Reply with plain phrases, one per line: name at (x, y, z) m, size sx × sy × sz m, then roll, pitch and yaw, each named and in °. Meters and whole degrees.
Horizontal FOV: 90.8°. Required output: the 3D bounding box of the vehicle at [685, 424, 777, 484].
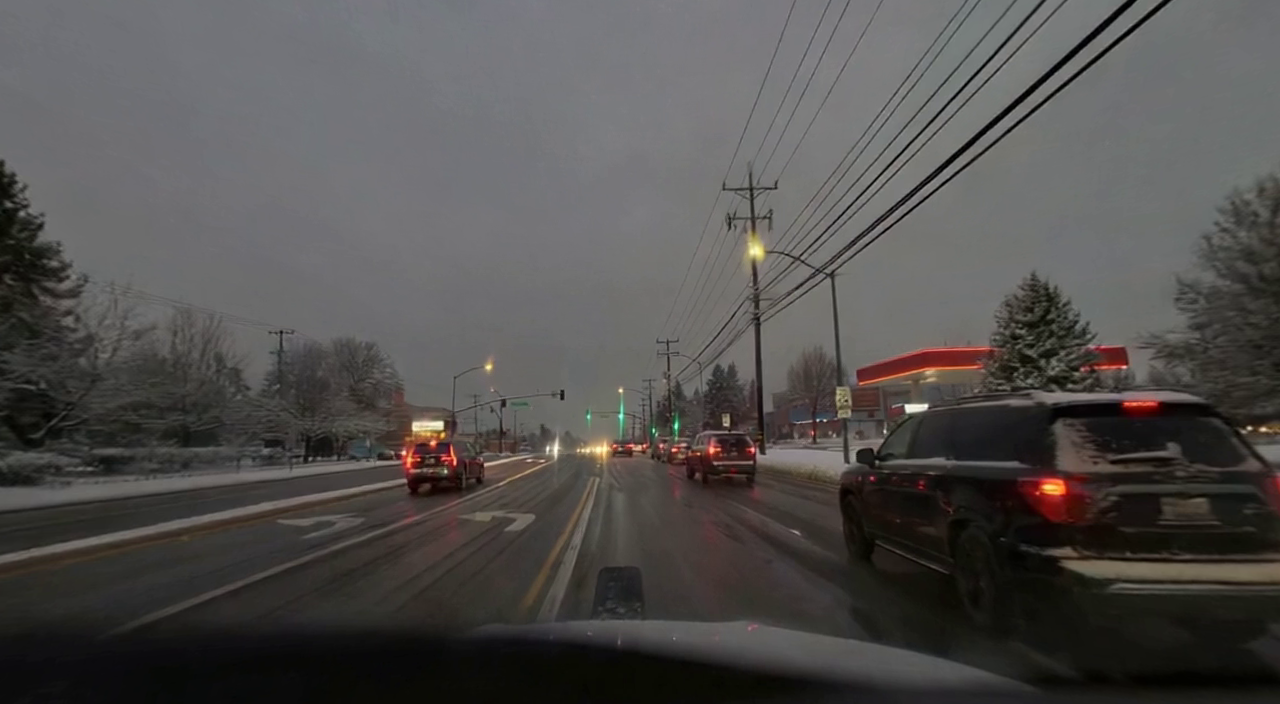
vehicle at (3.052, 3.578, 22.373) m, size 2.124 × 1.824 × 4.973 m, roll 0°, pitch -9°, yaw -5°

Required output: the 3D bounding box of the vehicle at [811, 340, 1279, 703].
vehicle at (3.724, 1.224, 5.834) m, size 2.582 × 1.810 × 5.315 m, roll 0°, pitch -9°, yaw -3°

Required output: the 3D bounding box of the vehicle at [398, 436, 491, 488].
vehicle at (-6.204, 3.538, 20.596) m, size 2.075 × 1.470 × 4.190 m, roll 0°, pitch -9°, yaw -6°

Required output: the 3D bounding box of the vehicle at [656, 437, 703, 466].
vehicle at (2.134, 5.521, 35.224) m, size 1.945 × 1.470 × 4.363 m, roll 0°, pitch -9°, yaw -5°

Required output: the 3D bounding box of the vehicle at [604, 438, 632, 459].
vehicle at (-1.751, 7.534, 49.383) m, size 2.065 × 1.484 × 3.894 m, roll 0°, pitch -9°, yaw -4°
